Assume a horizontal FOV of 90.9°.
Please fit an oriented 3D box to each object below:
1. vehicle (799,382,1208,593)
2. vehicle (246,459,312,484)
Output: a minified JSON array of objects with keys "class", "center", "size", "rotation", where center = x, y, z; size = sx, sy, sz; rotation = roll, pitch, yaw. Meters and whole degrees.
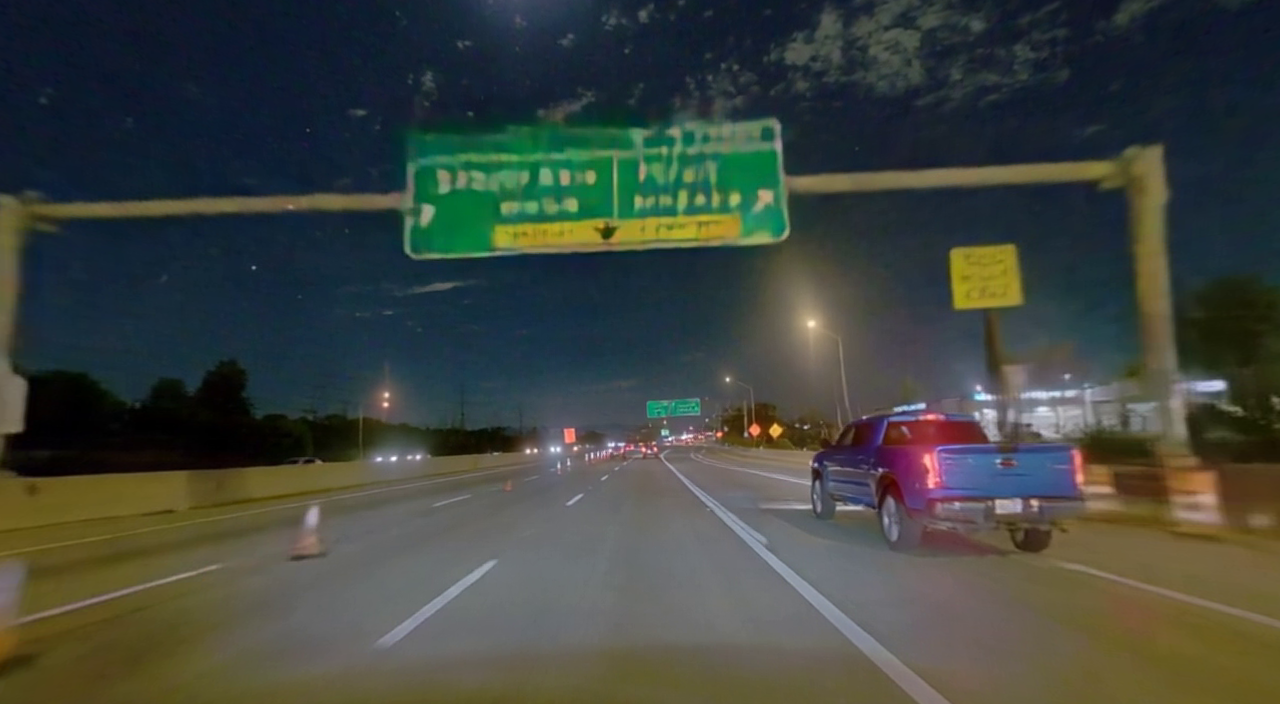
[{"class":"vehicle","center":[3.868,1.579,8.254],"size":[2.186,1.840,5.289],"rotation":[0,-8,0]},{"class":"vehicle","center":[-23.638,7.815,41.455],"size":[1.757,1.465,4.244],"rotation":[0,-8,2]}]
